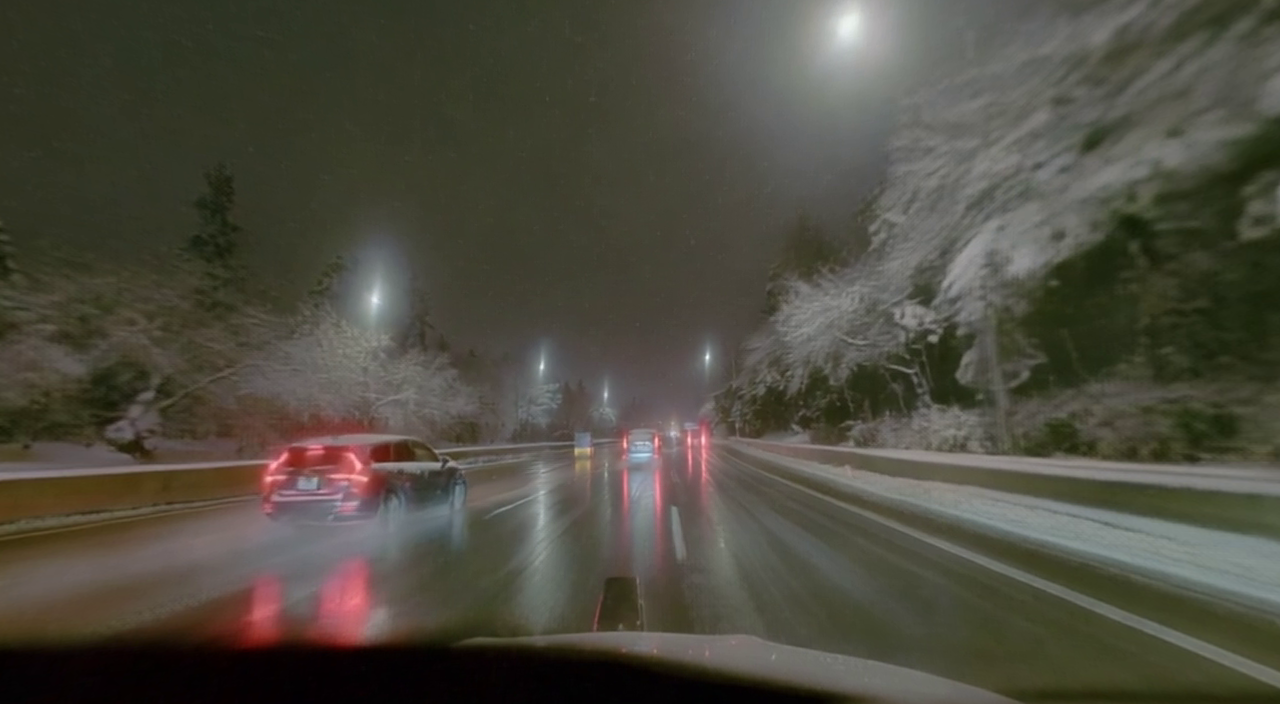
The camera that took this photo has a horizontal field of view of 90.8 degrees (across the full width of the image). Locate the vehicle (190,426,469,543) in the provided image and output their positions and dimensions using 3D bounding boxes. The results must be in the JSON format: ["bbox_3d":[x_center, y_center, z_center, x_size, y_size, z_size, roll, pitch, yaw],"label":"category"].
[{"bbox_3d":[-4.613,2.037,10.470,1.981,1.460,4.792,-1,-8,3],"label":"vehicle"}]

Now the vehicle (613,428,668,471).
[{"bbox_3d":[0.115,4.147,27.065,2.082,1.638,4.644,-1,-8,3],"label":"vehicle"}]
